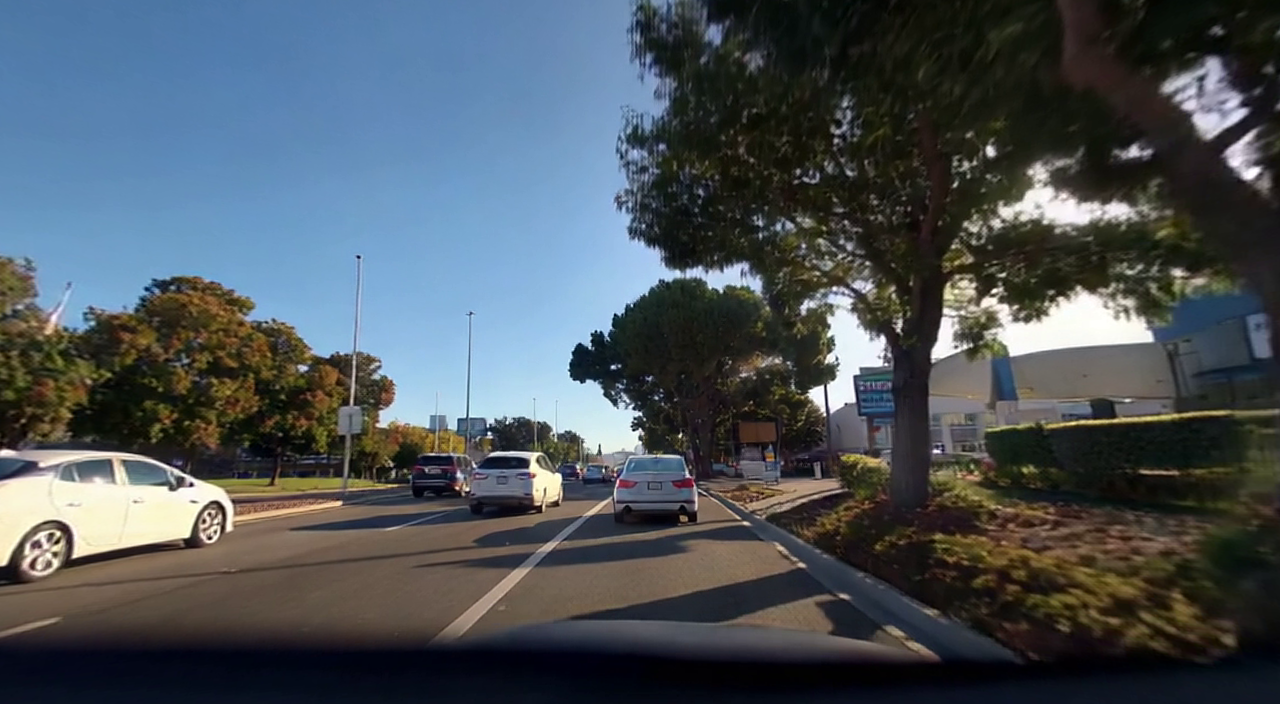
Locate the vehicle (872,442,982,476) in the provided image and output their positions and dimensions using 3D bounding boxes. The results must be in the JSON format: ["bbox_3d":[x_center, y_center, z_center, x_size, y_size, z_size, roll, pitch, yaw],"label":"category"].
[{"bbox_3d":[18.231,6.777,40.237,5.852,1.962,2.323,-7,-11,41],"label":"vehicle"}]

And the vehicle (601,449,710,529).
[{"bbox_3d":[0.334,2.923,14.064,2.091,1.494,3.962,0,-8,1],"label":"vehicle"}]

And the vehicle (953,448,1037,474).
[{"bbox_3d":[22.470,6.915,39.946,4.220,1.550,1.935,-10,-13,43],"label":"vehicle"}]

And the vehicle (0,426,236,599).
[{"bbox_3d":[-7.156,1.739,7.358,1.968,1.657,4.230,0,-8,1],"label":"vehicle"}]

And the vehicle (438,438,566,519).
[{"bbox_3d":[-3.251,3.075,15.934,2.055,1.725,4.732,0,-8,1],"label":"vehicle"}]

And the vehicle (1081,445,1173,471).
[{"bbox_3d":[30.576,6.629,39.623,1.757,1.496,4.200,7,-11,-42],"label":"vehicle"}]

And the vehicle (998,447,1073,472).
[{"bbox_3d":[25.690,6.944,40.946,3.796,1.484,1.723,-7,-12,41],"label":"vehicle"}]
